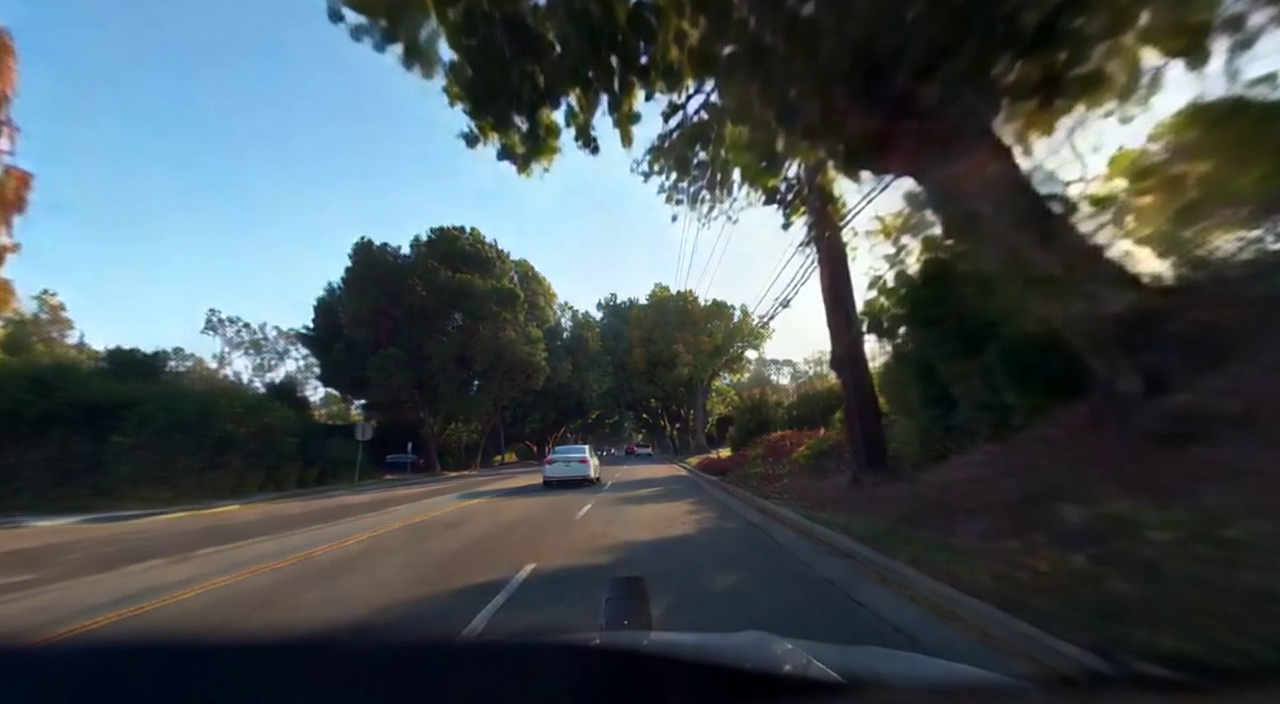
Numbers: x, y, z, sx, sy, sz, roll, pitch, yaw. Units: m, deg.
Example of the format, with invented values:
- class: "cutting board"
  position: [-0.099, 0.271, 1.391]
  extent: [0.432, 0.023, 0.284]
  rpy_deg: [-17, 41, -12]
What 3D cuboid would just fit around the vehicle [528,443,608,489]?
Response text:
- class: "vehicle"
  position: [-2.436, 4.029, 22.597]
  extent: [2.153, 1.461, 4.374]
  rpy_deg: [-1, -8, 3]
